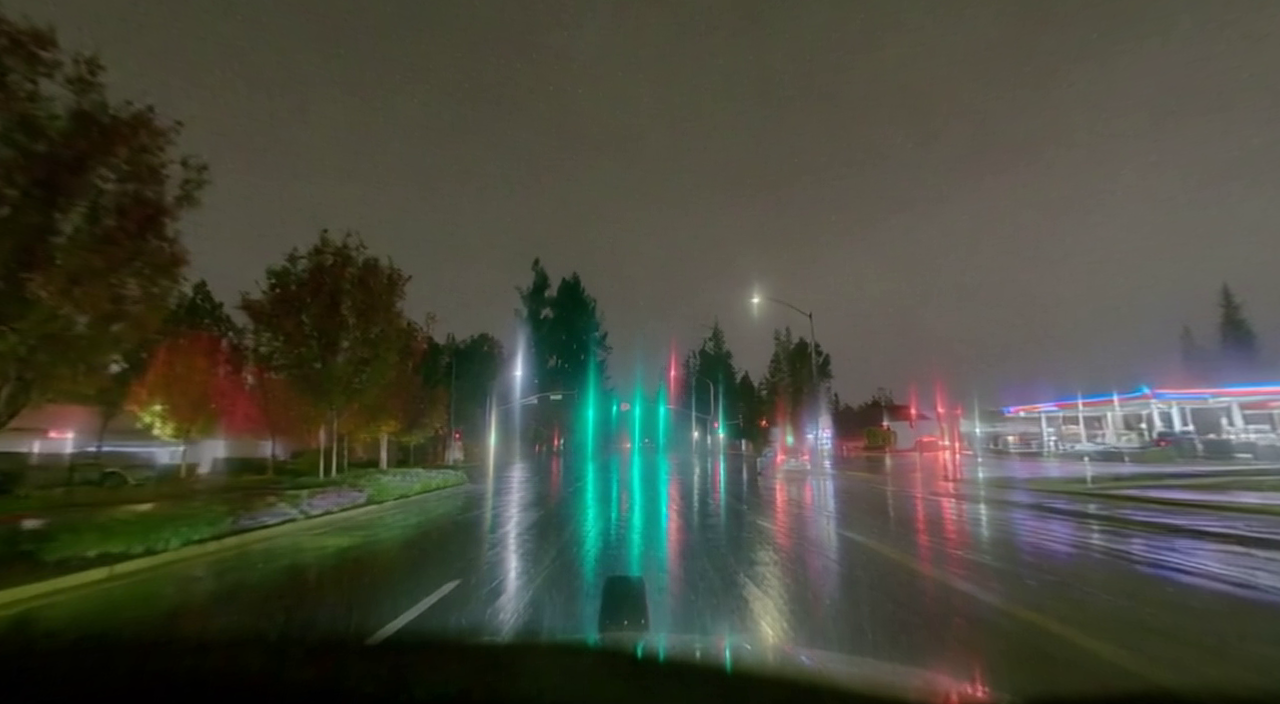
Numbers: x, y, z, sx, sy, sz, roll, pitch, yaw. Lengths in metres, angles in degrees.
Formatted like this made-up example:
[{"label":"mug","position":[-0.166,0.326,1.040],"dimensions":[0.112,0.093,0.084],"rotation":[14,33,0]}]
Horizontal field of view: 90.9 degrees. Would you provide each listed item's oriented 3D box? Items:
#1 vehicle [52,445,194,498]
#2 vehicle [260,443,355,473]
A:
[{"label":"vehicle","position":[-24.290,5.594,29.751],"dimensions":[5.040,2.072,1.949],"rotation":[-2,-5,0]},{"label":"vehicle","position":[-22.635,7.206,43.150],"dimensions":[5.215,1.887,2.213],"rotation":[1,-8,-8]}]
